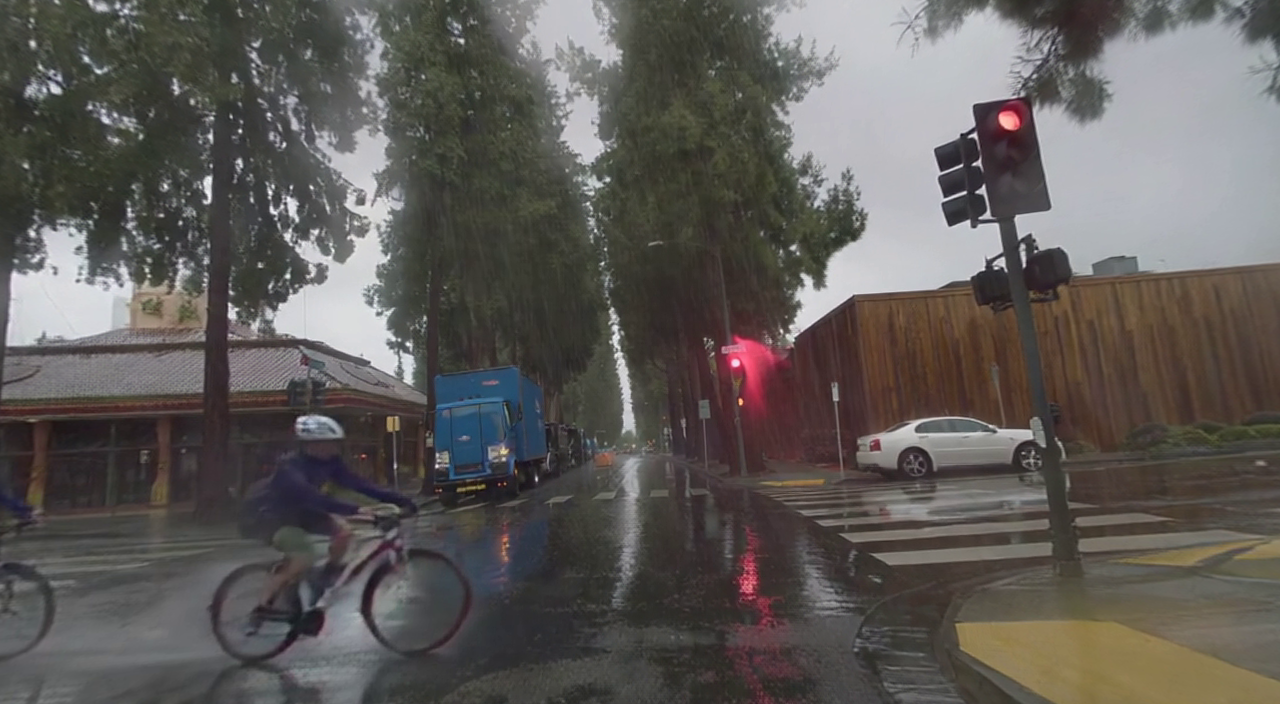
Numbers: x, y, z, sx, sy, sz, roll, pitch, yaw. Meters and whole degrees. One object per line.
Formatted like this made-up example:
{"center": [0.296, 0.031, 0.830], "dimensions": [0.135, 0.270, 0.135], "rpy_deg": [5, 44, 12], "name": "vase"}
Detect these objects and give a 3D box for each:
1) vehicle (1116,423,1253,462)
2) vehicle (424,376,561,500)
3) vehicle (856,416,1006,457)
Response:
{"center": [24.954, 4.159, 29.018], "dimensions": [4.268, 1.695, 2.053], "rpy_deg": [0, -8, 3], "name": "vehicle"}
{"center": [-5.846, 3.734, 27.182], "dimensions": [3.113, 4.041, 10.284], "rpy_deg": [-6, -8, 0], "name": "vehicle"}
{"center": [10.688, 3.143, 23.428], "dimensions": [4.643, 1.456, 1.820], "rpy_deg": [-1, -8, 5], "name": "vehicle"}
